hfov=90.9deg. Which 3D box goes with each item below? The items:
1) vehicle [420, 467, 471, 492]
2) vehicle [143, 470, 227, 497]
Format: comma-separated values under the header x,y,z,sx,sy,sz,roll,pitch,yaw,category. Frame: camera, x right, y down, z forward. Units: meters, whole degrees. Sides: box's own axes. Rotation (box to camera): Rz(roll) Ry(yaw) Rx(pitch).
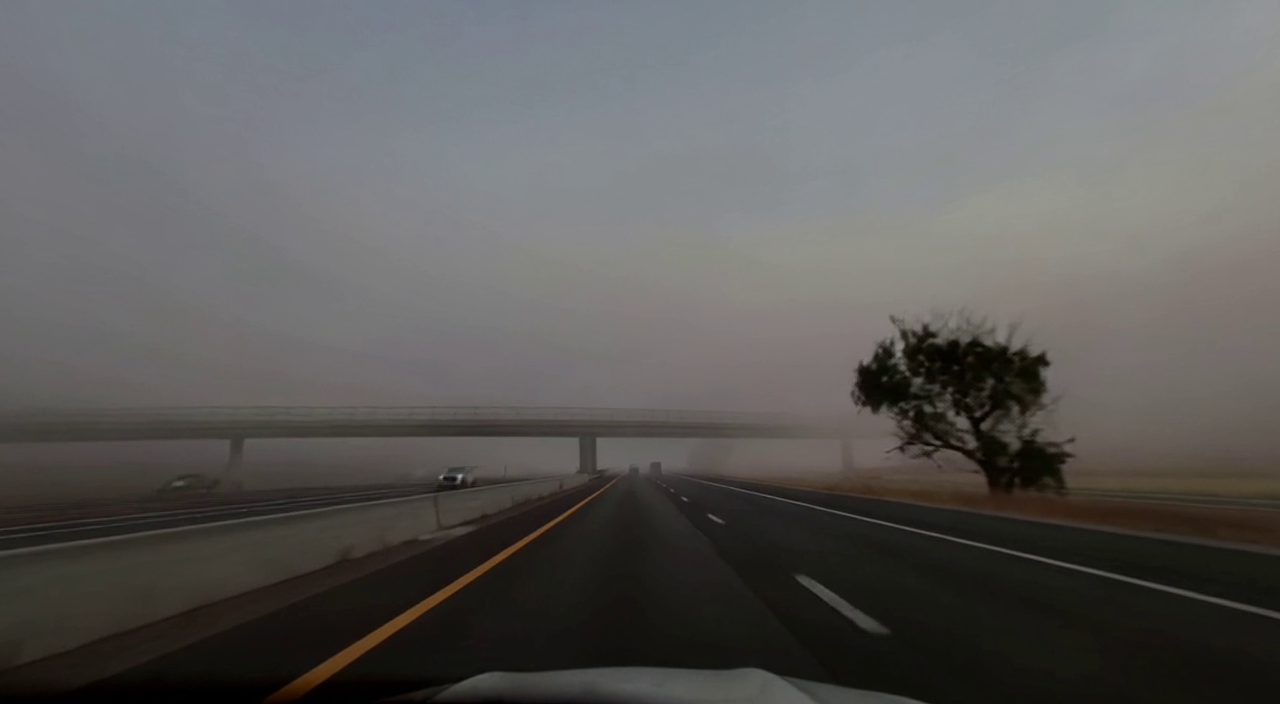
x,y,z,sx,sy,sz,roll,pitch,yaw,category
-13.082,8.580,42.617,2.000,1.564,4.257,1,-10,0,vehicle
-30.443,8.804,42.359,1.931,1.606,4.785,0,-10,1,vehicle
